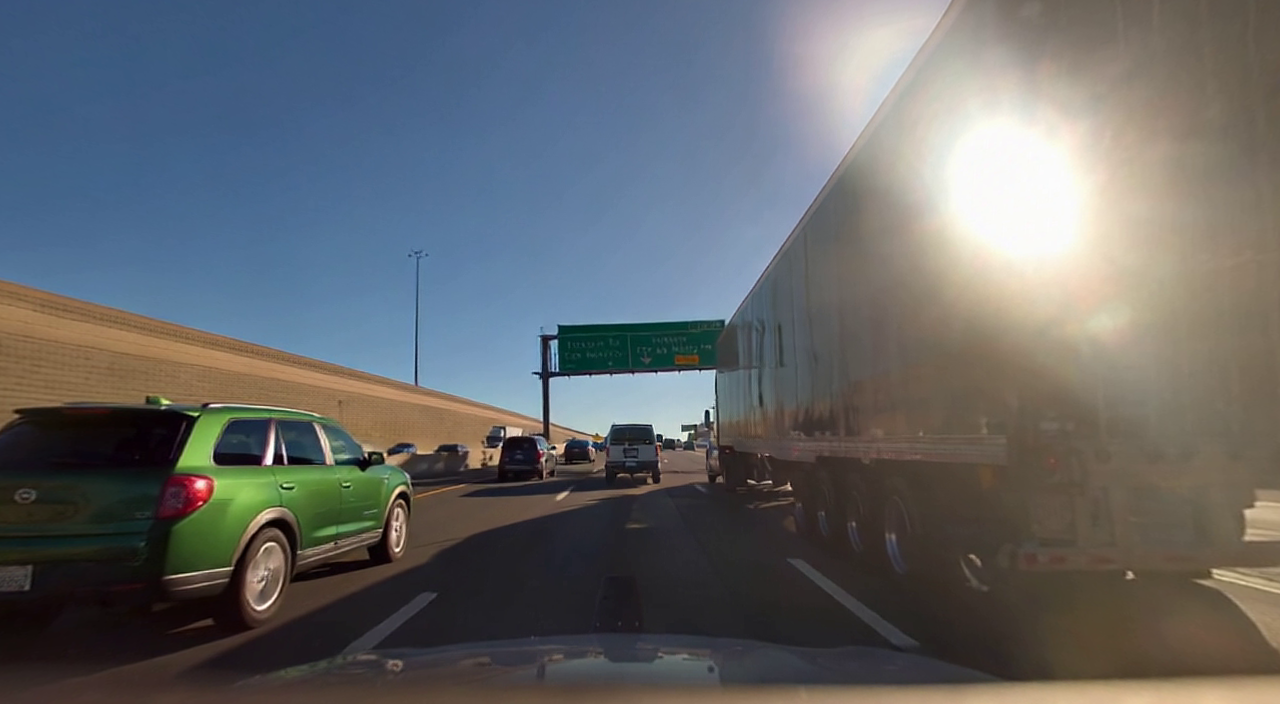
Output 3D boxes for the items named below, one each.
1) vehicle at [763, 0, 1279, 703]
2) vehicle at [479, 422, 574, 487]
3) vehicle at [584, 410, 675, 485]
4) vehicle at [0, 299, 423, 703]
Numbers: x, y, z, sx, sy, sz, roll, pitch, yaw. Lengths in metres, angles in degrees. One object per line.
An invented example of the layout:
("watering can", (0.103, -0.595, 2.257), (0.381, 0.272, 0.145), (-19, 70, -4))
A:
("vehicle", (3.634, -0.280, 3.076), (2.852, 4.121, 16.210), (0, -8, 0))
("vehicle", (-3.478, 3.262, 20.276), (2.120, 1.812, 4.659), (0, -8, 1))
("vehicle", (-0.340, 3.259, 21.675), (2.704, 2.216, 5.804), (0, -8, 0))
("vehicle", (-3.438, 1.001, 4.215), (2.193, 1.803, 4.958), (0, -8, 0))
